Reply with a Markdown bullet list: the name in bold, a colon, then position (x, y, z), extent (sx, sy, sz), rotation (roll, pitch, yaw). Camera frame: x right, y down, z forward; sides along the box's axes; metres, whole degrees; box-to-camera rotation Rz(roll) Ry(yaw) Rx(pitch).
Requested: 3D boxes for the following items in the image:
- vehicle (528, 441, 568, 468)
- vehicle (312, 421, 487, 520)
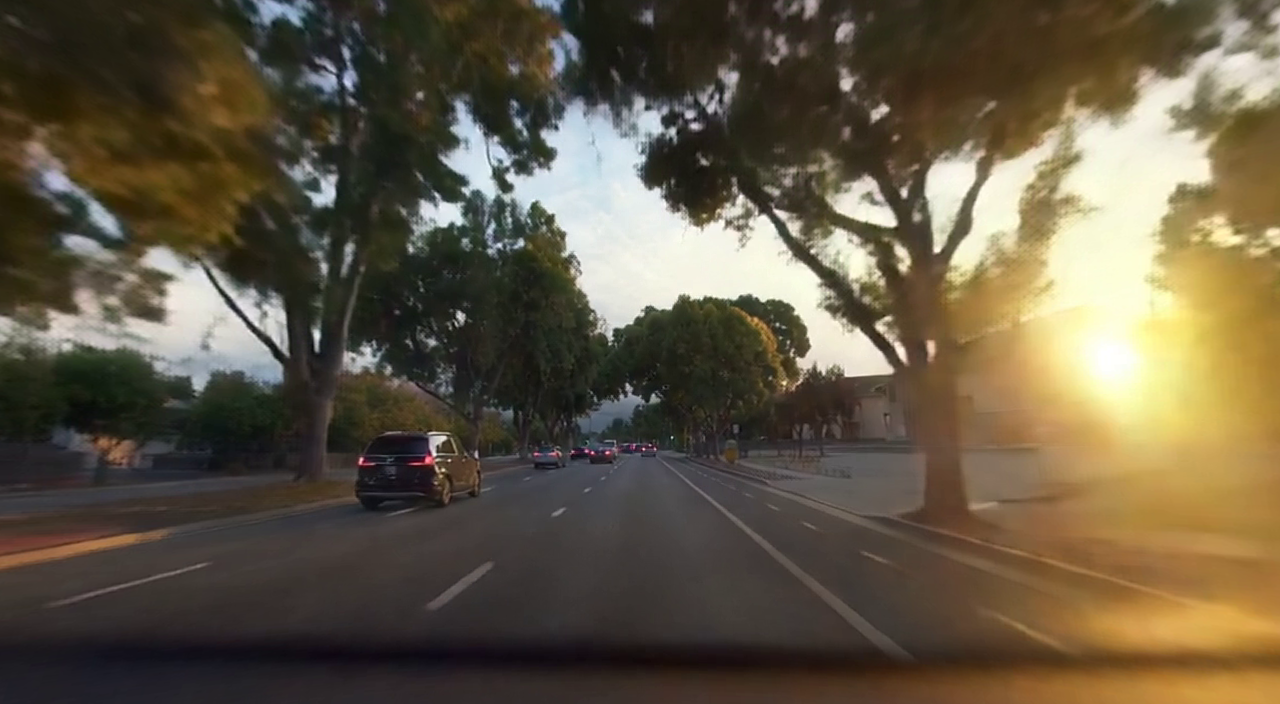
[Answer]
- **vehicle**: position (-6.149, 6.904, 42.603), extent (1.985, 1.708, 4.310), rotation (0, -9, 1)
- **vehicle**: position (-4.833, 2.443, 13.506), extent (2.123, 1.761, 4.322), rotation (0, -9, -1)
